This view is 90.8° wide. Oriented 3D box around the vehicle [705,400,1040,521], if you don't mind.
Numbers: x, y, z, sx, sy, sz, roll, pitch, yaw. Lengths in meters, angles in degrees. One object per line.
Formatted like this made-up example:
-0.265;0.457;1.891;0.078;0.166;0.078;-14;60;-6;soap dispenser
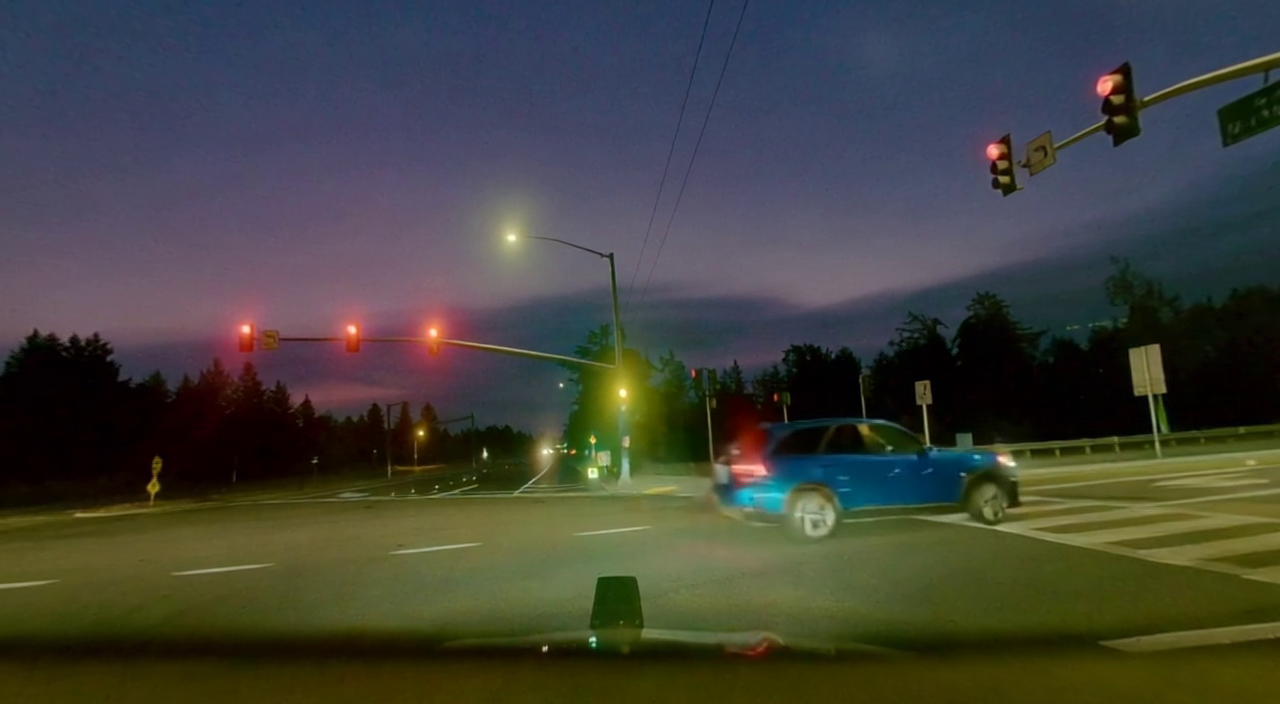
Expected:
3.736;1.817;10.863;4.881;1.807;2.135;1;-8;-5;vehicle
